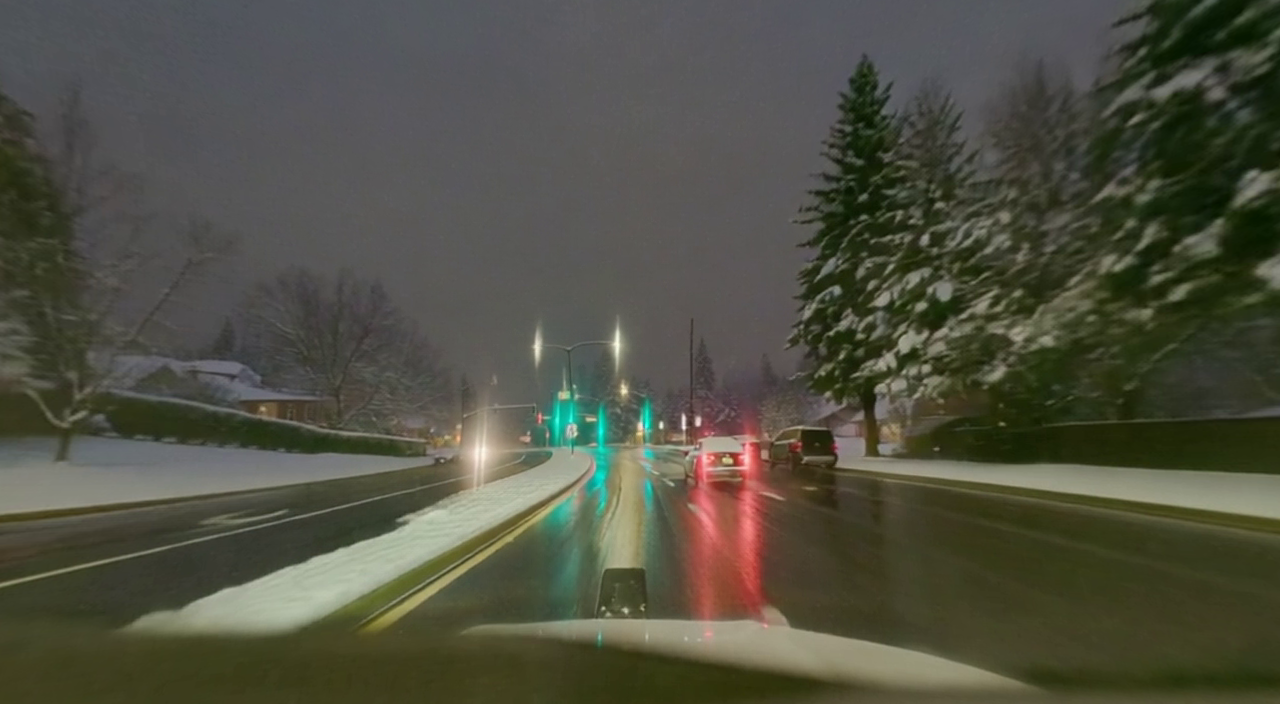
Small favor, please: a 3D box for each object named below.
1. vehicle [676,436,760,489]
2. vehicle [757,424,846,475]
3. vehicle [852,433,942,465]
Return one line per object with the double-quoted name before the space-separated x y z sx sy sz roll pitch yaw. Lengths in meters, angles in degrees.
"vehicle" 2.341 3.453 19.976 1.960 1.479 4.086 0 -9 -2
"vehicle" 6.565 4.048 26.241 2.065 1.861 4.704 0 -9 -5
"vehicle" 12.555 4.777 30.961 3.635 1.482 1.879 -2 -9 6
